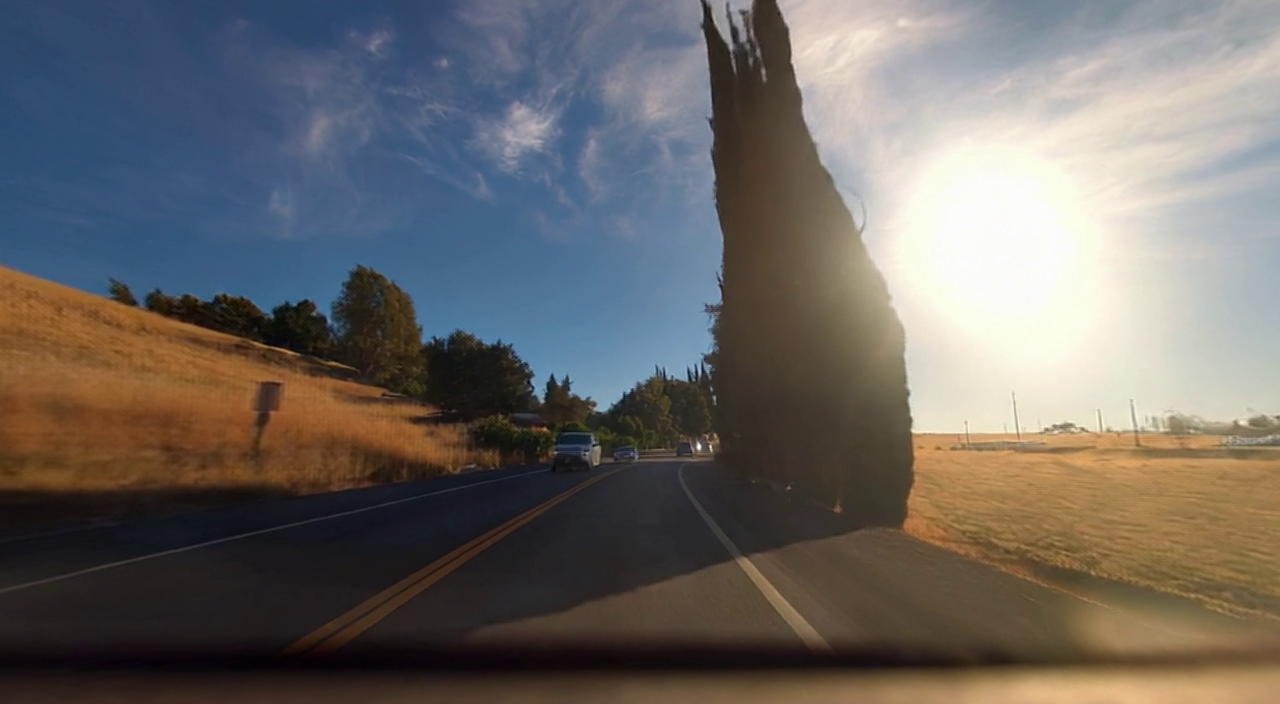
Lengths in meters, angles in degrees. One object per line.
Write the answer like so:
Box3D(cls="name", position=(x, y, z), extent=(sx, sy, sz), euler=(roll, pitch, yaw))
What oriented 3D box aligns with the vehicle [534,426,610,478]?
Box3D(cls="vehicle", position=(-3.359, 5.195, 33.176), extent=(2.825, 2.376, 7.468), euler=(-1, -8, 3))
